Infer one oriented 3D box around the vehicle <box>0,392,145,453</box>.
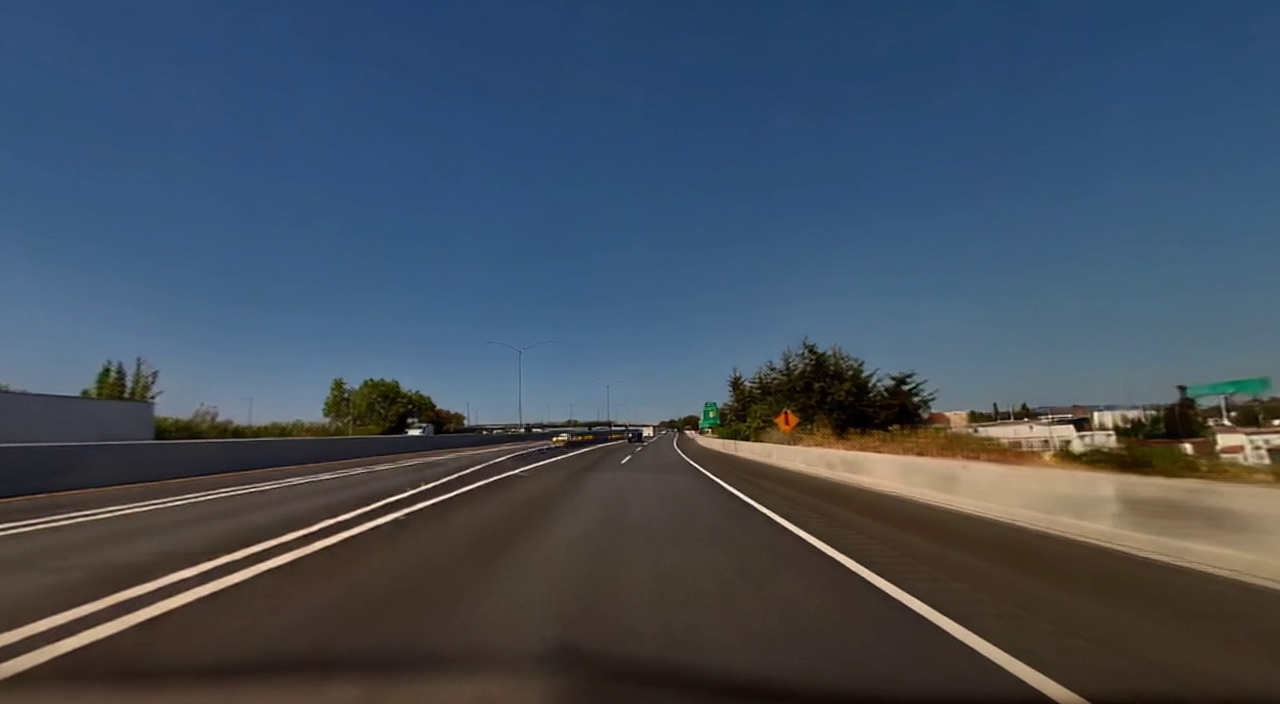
[{"bbox_3d":[-35.969,4.576,40.092,2.830,3.469,8.267,1,-8,-6],"label":"vehicle"}]
